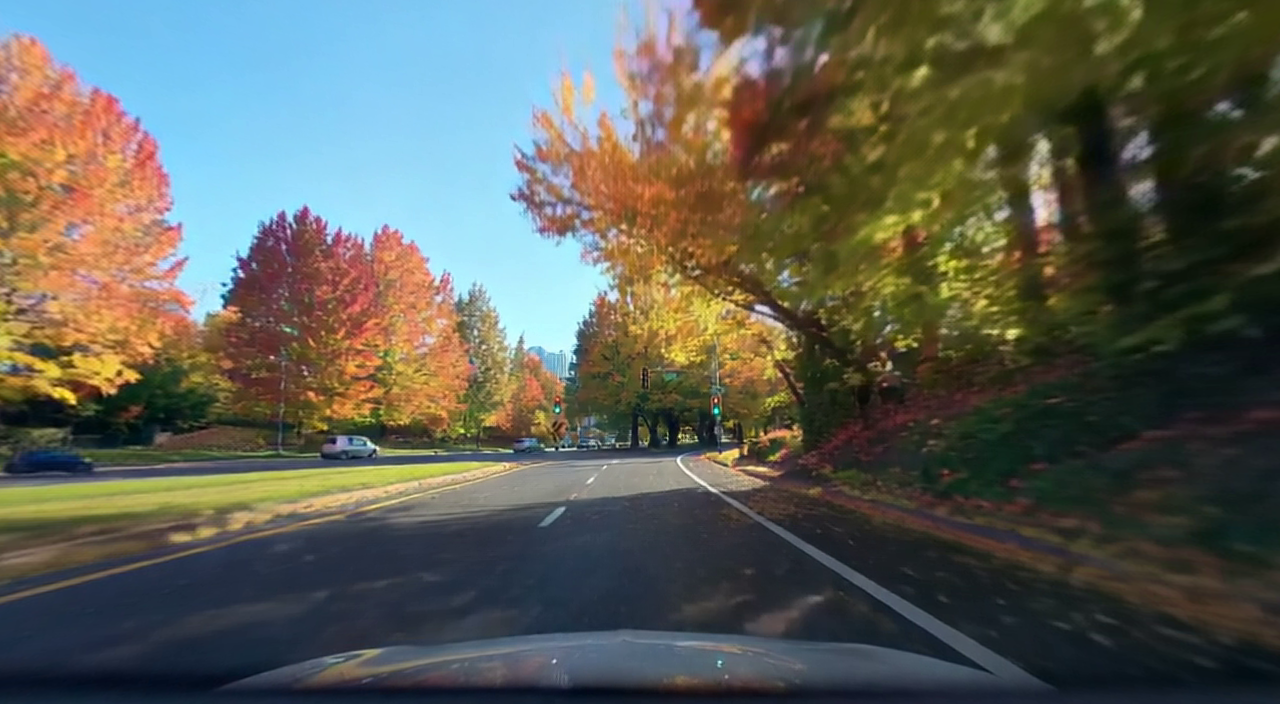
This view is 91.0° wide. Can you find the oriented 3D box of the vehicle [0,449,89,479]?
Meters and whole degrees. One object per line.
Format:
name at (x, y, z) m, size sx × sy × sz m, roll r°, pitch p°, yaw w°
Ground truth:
vehicle at (-33.392, 6.108, 34.564) m, size 1.865 × 1.518 × 4.231 m, roll -2°, pitch -9°, yaw 19°
